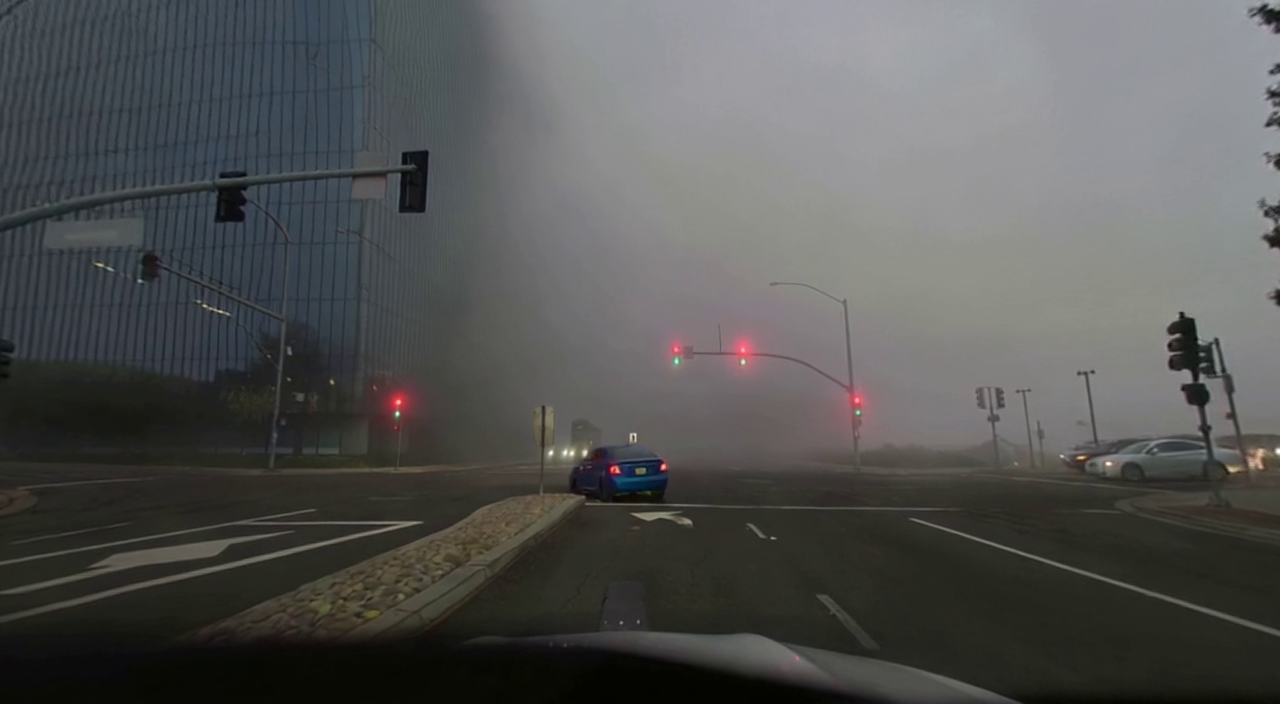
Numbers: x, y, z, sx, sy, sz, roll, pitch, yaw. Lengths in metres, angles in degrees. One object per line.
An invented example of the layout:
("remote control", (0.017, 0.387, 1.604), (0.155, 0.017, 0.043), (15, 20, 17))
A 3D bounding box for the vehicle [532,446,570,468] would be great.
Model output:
("vehicle", (-6.698, 7.937, 47.817), (2.113, 1.535, 4.504), (0, -9, 2))

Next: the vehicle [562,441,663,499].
("vehicle", (-0.967, 3.488, 19.065), (2.014, 1.525, 4.197), (3, -9, -18))

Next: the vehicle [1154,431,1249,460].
("vehicle", (30.442, 5.087, 34.295), (1.946, 1.467, 3.670), (-1, -9, 5))

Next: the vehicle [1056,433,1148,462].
("vehicle", (25.572, 5.313, 35.068), (2.021, 1.484, 4.454), (-1, -9, 5))
